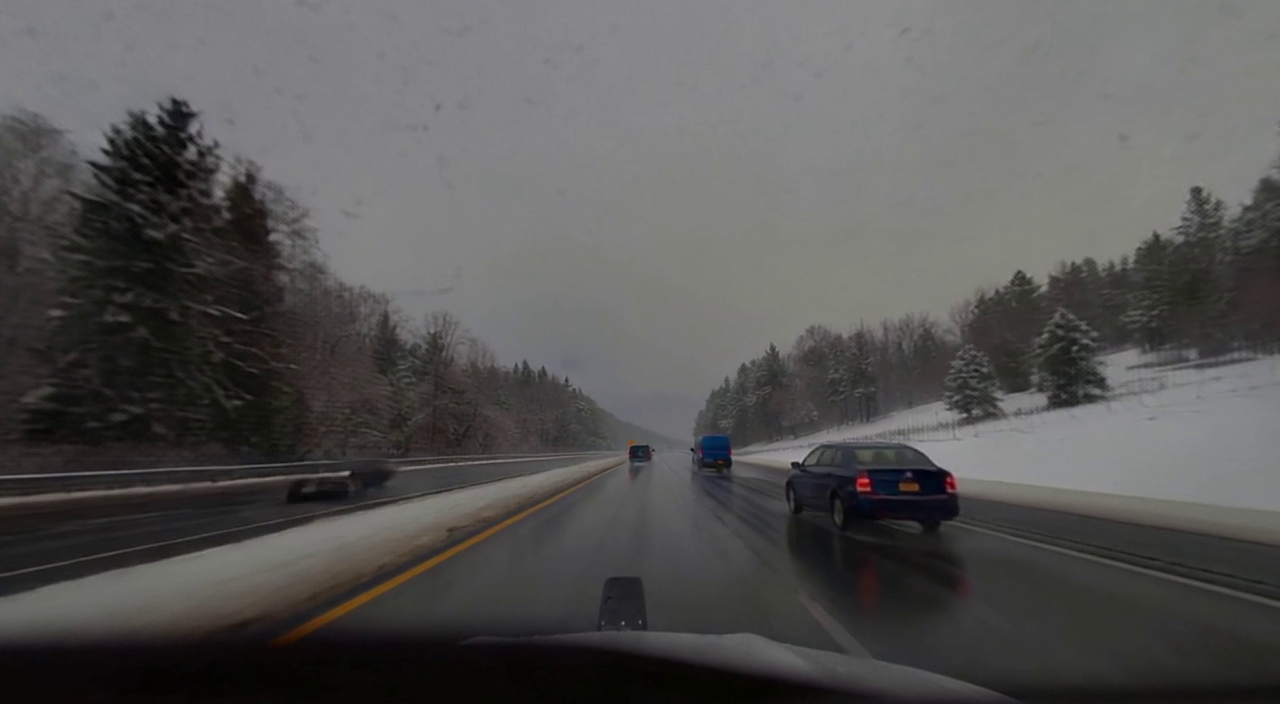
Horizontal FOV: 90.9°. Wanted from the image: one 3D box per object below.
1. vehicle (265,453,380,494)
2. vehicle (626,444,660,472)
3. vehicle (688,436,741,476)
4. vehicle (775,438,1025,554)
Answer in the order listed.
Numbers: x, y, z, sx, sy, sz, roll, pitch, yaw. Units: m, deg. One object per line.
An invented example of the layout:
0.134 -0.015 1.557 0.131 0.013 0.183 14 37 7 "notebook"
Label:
-12.425 4.755 25.069 2.071 1.427 4.697 -1 -9 1 "vehicle"
0.210 6.893 41.102 2.087 1.707 4.316 -1 -9 1 "vehicle"
4.154 5.916 35.963 2.371 2.045 4.768 0 -9 0 "vehicle"
3.793 2.193 10.404 2.043 1.431 4.922 0 -9 0 "vehicle"
